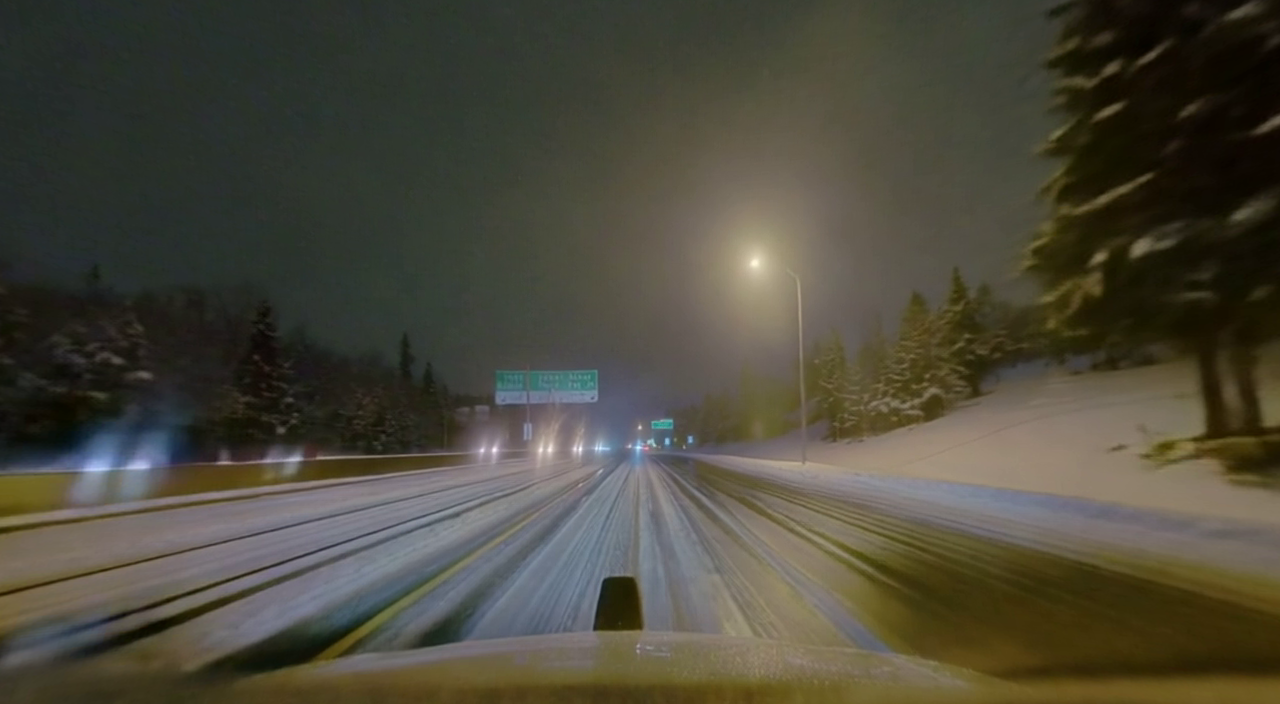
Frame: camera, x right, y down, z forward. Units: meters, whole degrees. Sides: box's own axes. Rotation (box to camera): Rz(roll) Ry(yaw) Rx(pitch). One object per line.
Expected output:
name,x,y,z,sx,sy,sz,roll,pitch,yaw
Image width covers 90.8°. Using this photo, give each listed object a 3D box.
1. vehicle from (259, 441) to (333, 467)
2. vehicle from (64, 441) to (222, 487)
vehicle,-21.148,6.275,39.108,1.919,1.499,4.719,0,-8,0
vehicle,-17.997,4.036,23.228,1.934,1.490,4.775,0,-8,0
